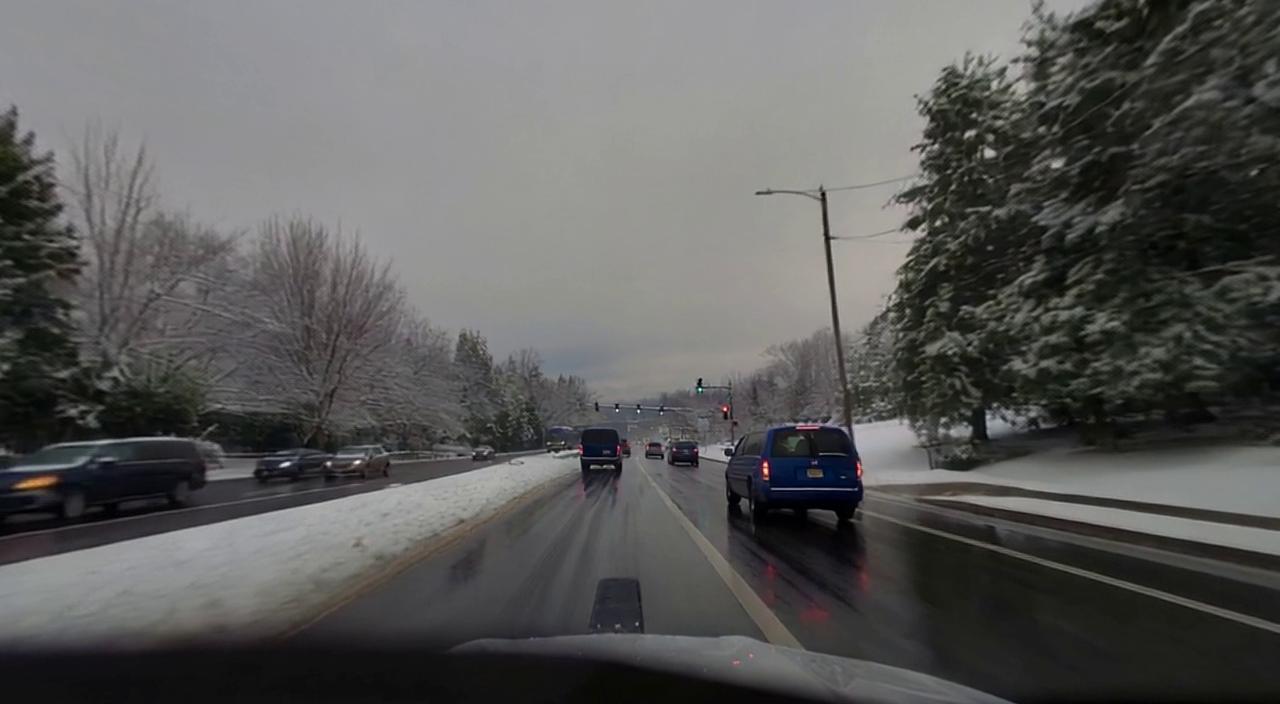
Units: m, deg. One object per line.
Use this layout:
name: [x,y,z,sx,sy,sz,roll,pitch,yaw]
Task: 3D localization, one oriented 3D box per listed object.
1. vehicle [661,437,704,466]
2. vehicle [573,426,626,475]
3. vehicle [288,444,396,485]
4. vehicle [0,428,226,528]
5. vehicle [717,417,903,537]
vehicle: [2.581,6.200,39.532,2.248,1.692,4.252,0,-8,-2]
vehicle: [-1.783,4.549,29.295,2.228,2.054,4.309,0,-8,0]
vehicle: [-11.806,4.468,25.464,2.116,1.481,4.572,0,-8,0]
vehicle: [-11.493,2.580,13.573,2.192,1.754,4.569,0,-8,-2]
vehicle: [2.668,2.073,11.073,1.965,1.671,4.146,0,-8,-2]
